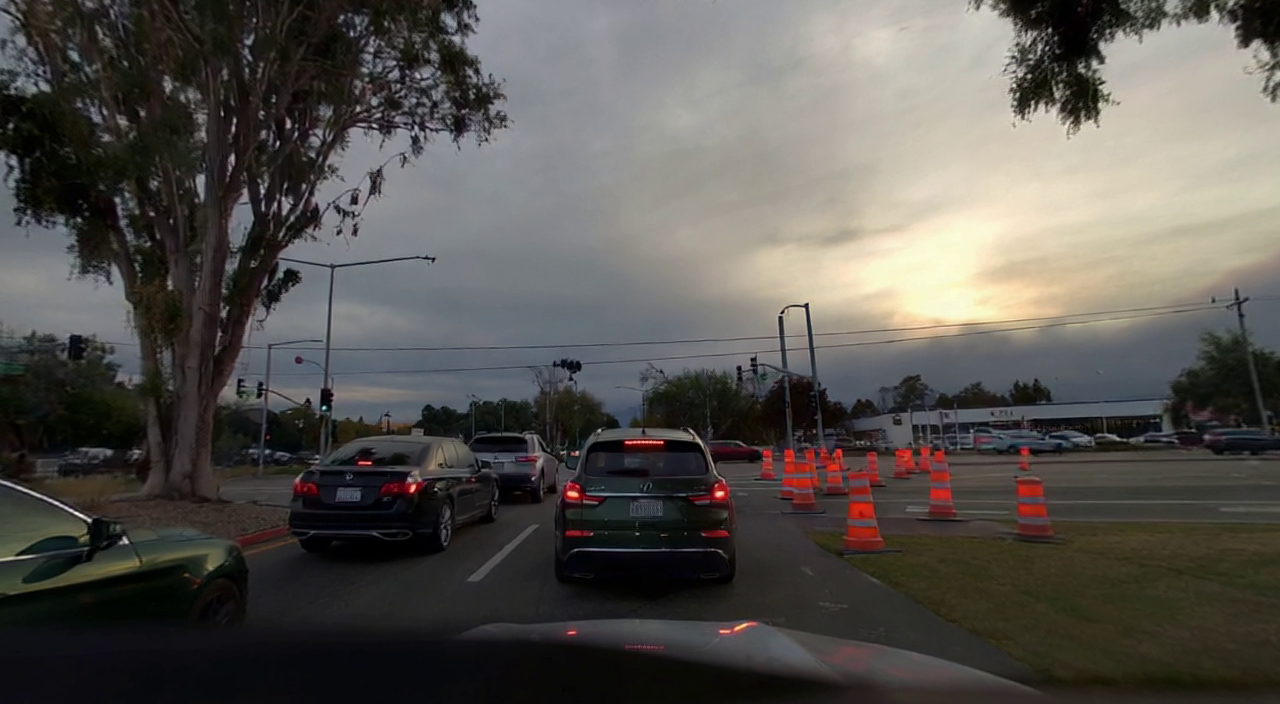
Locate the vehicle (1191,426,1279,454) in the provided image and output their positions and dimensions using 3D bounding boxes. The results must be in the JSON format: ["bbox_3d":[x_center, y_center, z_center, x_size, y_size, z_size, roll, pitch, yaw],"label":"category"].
[{"bbox_3d":[38.999,5.707,40.682,4.805,1.688,1.923,0,-9,1],"label":"vehicle"}]

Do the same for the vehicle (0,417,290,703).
[{"bbox_3d":[-3.580,0.950,2.148,1.964,1.497,4.722,0,-9,1],"label":"vehicle"}]

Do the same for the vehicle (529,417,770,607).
[{"bbox_3d":[0.125,1.629,7.211,2.021,1.560,3.676,0,-9,1],"label":"vehicle"}]

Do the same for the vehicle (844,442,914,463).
[{"bbox_3d":[17.924,7.577,47.328,4.581,1.480,1.752,1,-9,0],"label":"vehicle"}]

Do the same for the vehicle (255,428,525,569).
[{"bbox_3d":[-3.251,1.999,9.451,1.989,1.541,4.626,0,-9,2],"label":"vehicle"}]

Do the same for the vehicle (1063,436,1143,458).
[{"bbox_3d":[36.698,7.566,49.969,4.791,1.635,1.857,0,-9,1],"label":"vehicle"}]

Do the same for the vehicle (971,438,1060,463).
[{"bbox_3d":[24.063,6.334,40.449,4.463,1.482,1.808,0,-9,2],"label":"vehicle"}]
